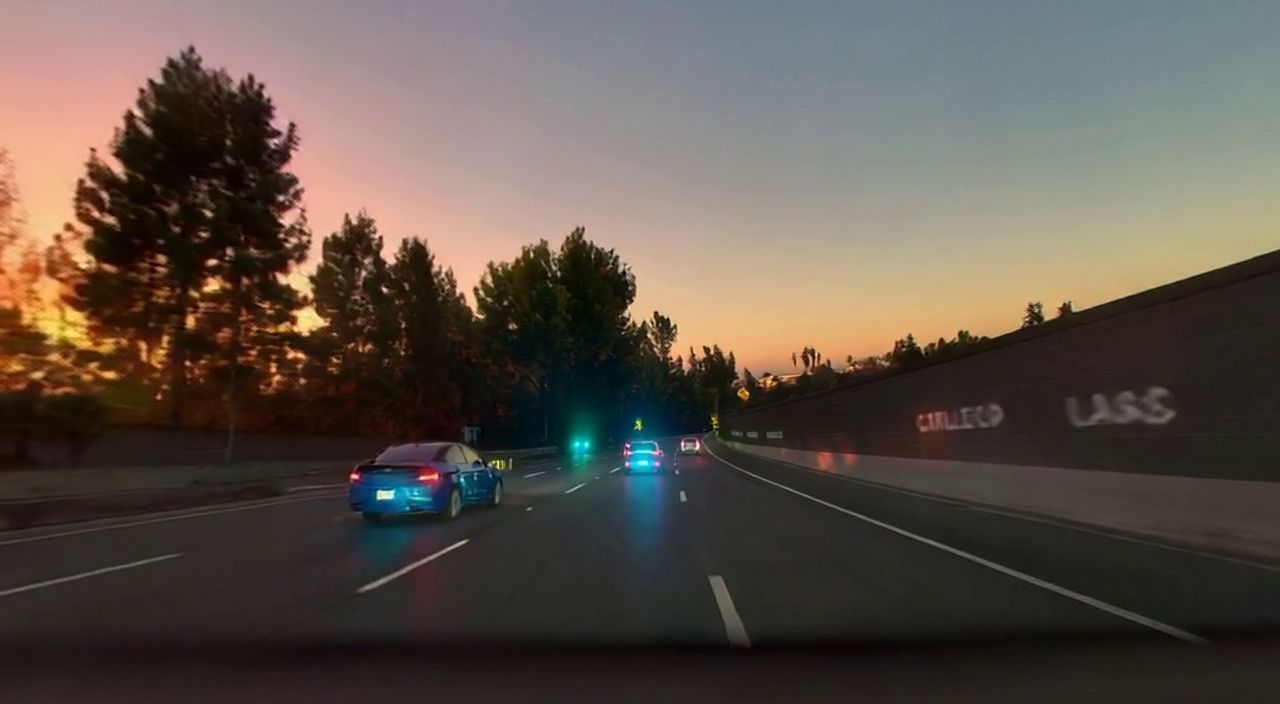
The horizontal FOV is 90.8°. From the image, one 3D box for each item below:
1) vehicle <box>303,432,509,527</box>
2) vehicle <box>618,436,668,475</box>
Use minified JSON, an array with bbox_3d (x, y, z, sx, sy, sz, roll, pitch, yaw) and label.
[{"bbox_3d":[-4.186,2.377,12.355,1.981,1.460,4.792,0,-9,3],"label":"vehicle"},{"bbox_3d":[0.207,4.707,28.903,2.082,1.638,4.644,0,-9,2],"label":"vehicle"}]
